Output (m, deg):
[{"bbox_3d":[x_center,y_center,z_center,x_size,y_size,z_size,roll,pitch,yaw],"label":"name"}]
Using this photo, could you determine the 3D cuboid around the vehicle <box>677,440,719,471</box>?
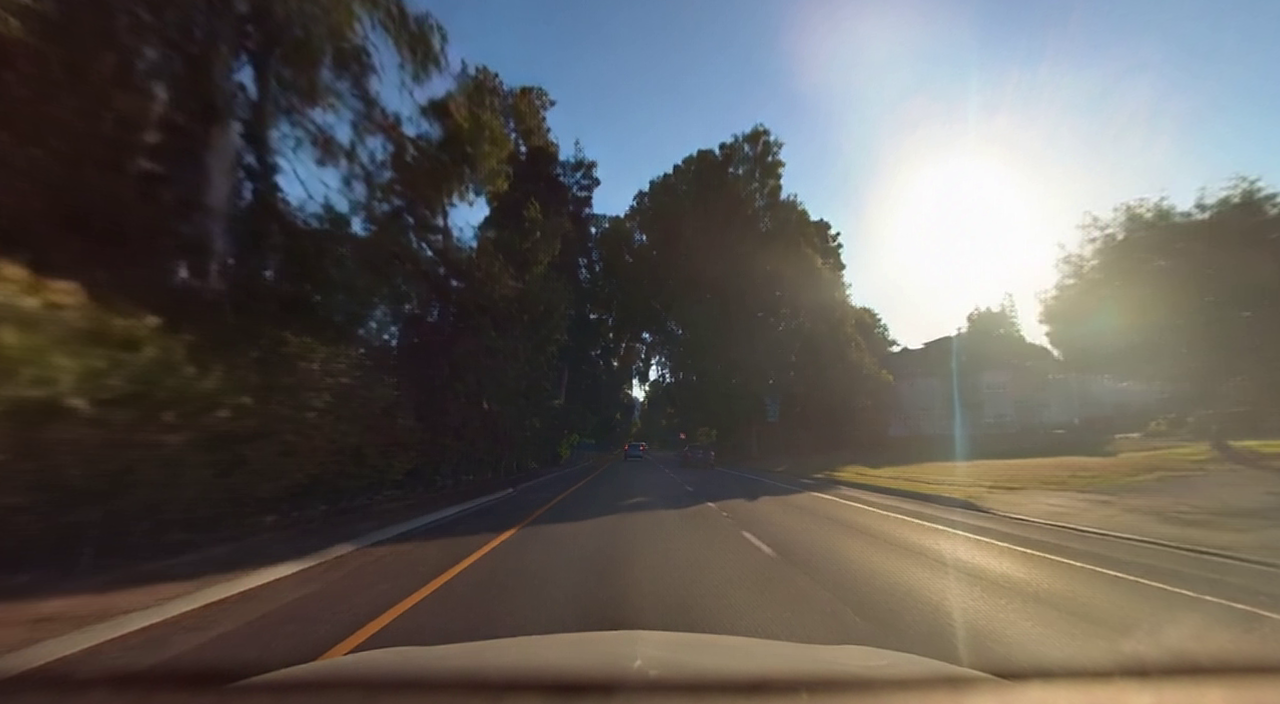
[{"bbox_3d":[3.204,5.842,35.749,1.888,1.640,4.044,0,-8,-2],"label":"vehicle"}]
